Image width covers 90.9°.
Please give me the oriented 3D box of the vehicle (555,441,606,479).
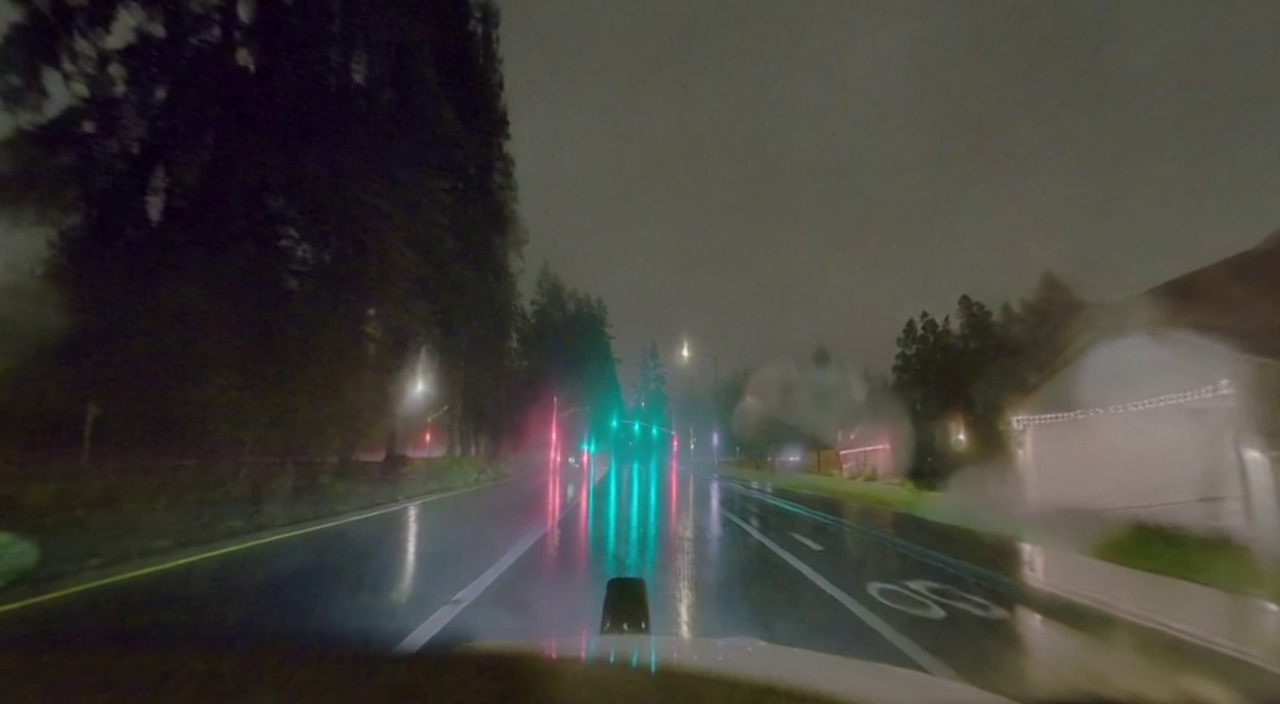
[{"bbox_3d":[-2.849,5.259,30.950,2.016,1.694,4.335,0,-8,1],"label":"vehicle"}]
